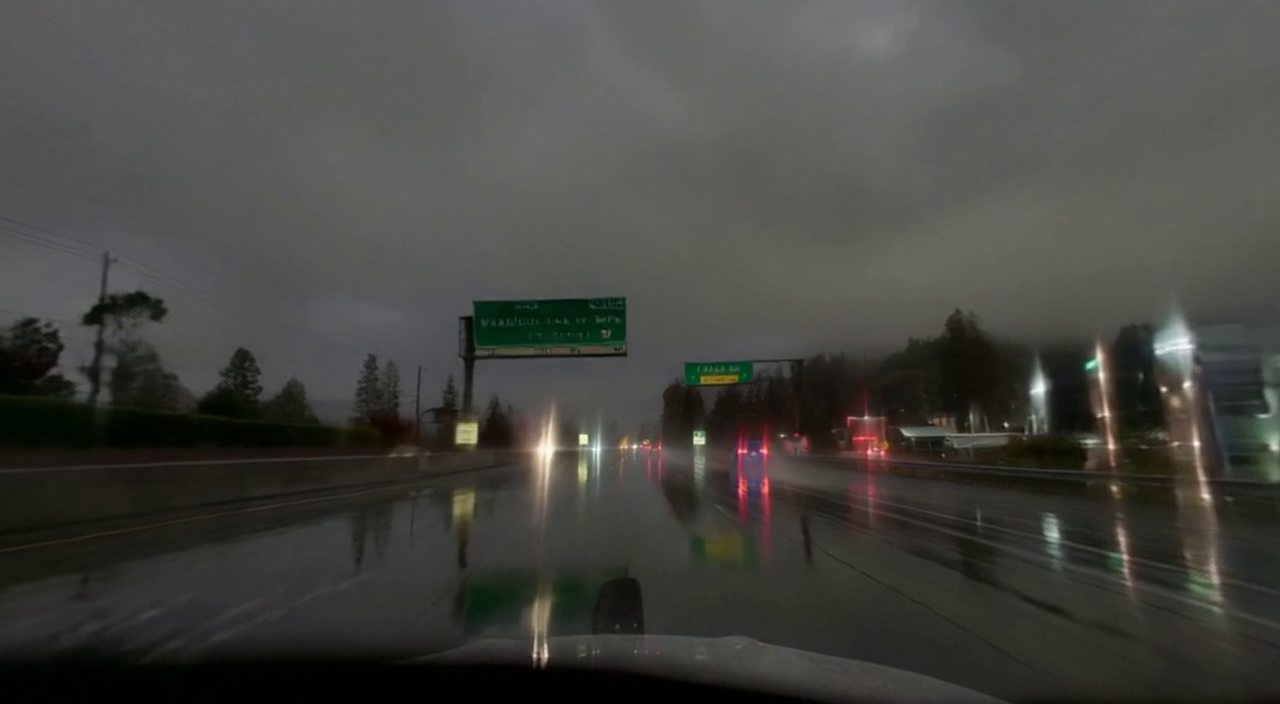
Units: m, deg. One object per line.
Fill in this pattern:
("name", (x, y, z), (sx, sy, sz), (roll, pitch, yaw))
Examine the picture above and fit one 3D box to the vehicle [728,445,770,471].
("vehicle", (7.165, 7.014, 42.113), (1.958, 1.498, 4.447), (0, -7, -1))
